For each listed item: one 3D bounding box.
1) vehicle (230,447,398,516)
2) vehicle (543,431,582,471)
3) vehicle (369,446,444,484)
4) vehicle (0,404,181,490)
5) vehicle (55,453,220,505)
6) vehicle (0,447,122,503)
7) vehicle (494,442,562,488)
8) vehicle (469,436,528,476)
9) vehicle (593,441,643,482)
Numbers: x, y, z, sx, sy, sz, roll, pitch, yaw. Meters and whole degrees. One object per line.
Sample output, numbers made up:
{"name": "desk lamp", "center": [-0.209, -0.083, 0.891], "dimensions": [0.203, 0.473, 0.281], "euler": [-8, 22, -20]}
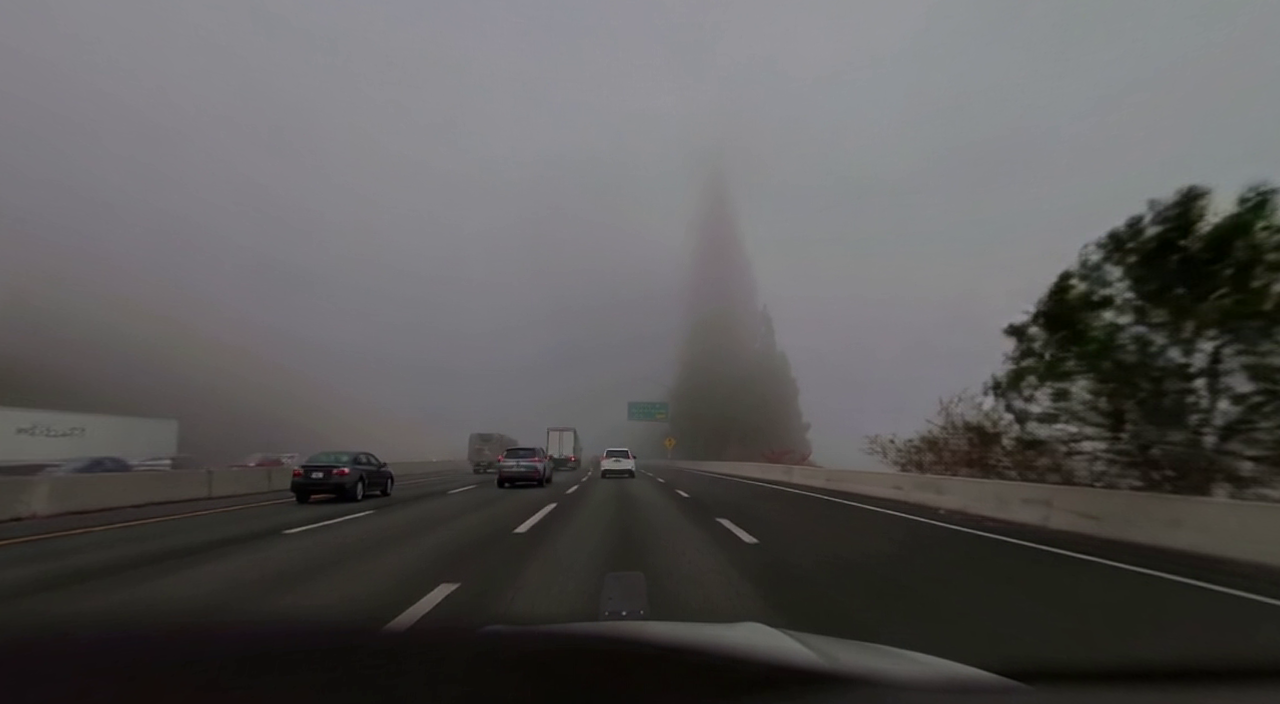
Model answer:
{"name": "vehicle", "center": [-7.976, 3.175, 16.019], "dimensions": [1.896, 1.465, 4.399], "euler": [0, -8, 0]}
{"name": "vehicle", "center": [-5.506, 7.114, 45.458], "dimensions": [2.279, 2.672, 5.256], "euler": [0, -8, -2]}
{"name": "vehicle", "center": [-12.011, 5.794, 32.864], "dimensions": [2.079, 1.807, 5.187], "euler": [0, -8, -2]}
{"name": "vehicle", "center": [-23.968, 3.715, 24.709], "dimensions": [3.003, 2.982, 12.570], "euler": [0, -8, -2]}
{"name": "vehicle", "center": [-16.104, 4.039, 20.592], "dimensions": [1.816, 1.439, 4.480], "euler": [0, -8, -2]}
{"name": "vehicle", "center": [-19.827, 3.926, 20.612], "dimensions": [1.934, 1.609, 4.619], "euler": [0, -8, -2]}
{"name": "vehicle", "center": [-4.311, 4.417, 24.975], "dimensions": [2.005, 1.631, 4.295], "euler": [0, -8, -1]}
{"name": "vehicle", "center": [-9.294, 6.889, 42.022], "dimensions": [2.773, 2.402, 6.232], "euler": [0, -8, -3]}
{"name": "vehicle", "center": [-1.007, 4.870, 28.380], "dimensions": [2.092, 1.671, 3.772], "euler": [0, -8, -3]}
